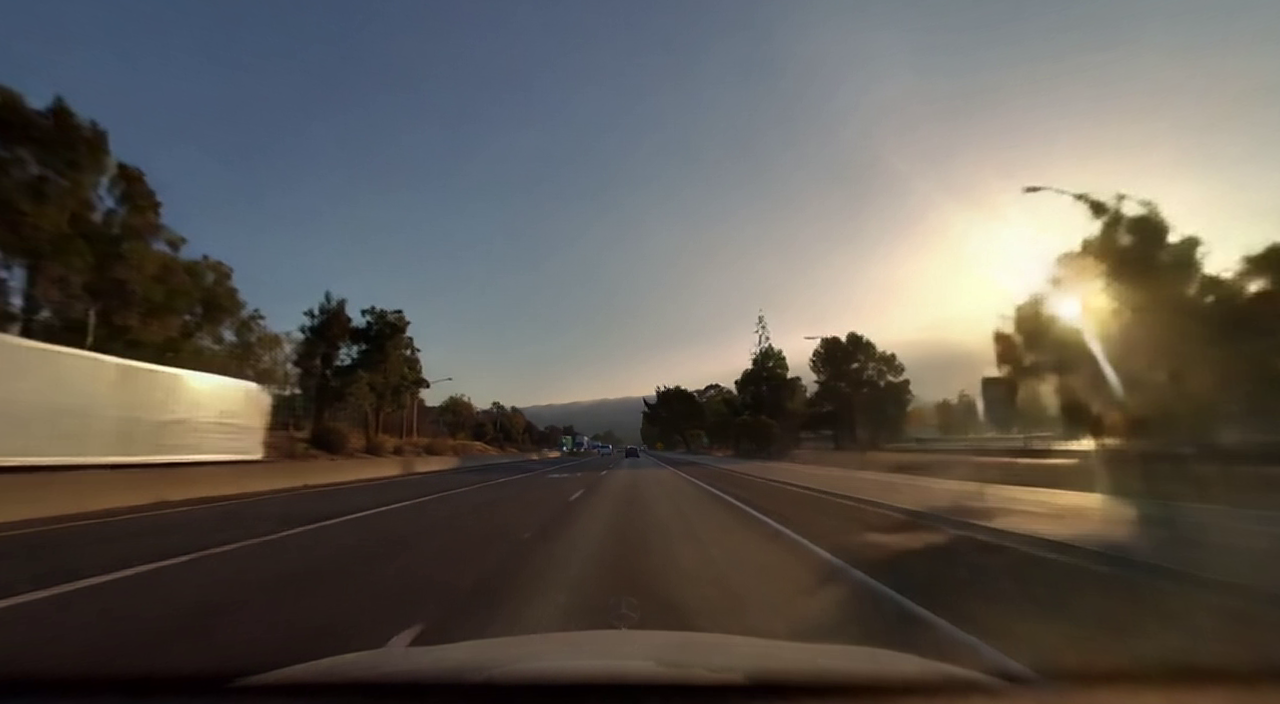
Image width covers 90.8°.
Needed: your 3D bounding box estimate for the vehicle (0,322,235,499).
[{"bbox_3d":[-16.397,1.559,15.883,2.944,4.077,14.655,0,-9,-1],"label":"vehicle"}]
